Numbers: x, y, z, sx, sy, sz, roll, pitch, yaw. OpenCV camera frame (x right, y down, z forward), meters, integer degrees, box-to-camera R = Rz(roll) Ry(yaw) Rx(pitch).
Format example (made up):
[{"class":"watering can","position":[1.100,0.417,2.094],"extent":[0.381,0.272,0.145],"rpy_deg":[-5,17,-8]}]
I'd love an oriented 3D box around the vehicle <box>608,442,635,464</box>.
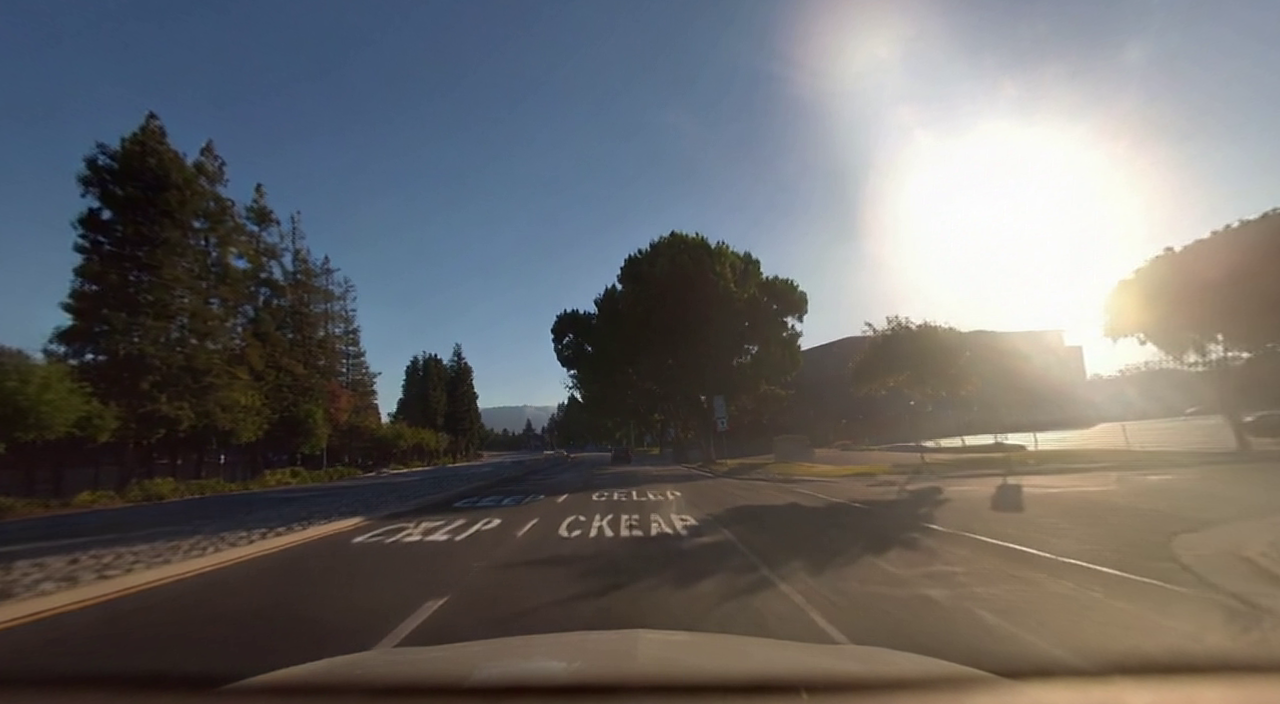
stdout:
[{"class":"vehicle","position":[-1.450,7.880,49.449],"extent":[2.045,1.613,4.210],"rpy_deg":[0,-8,-2]}]
